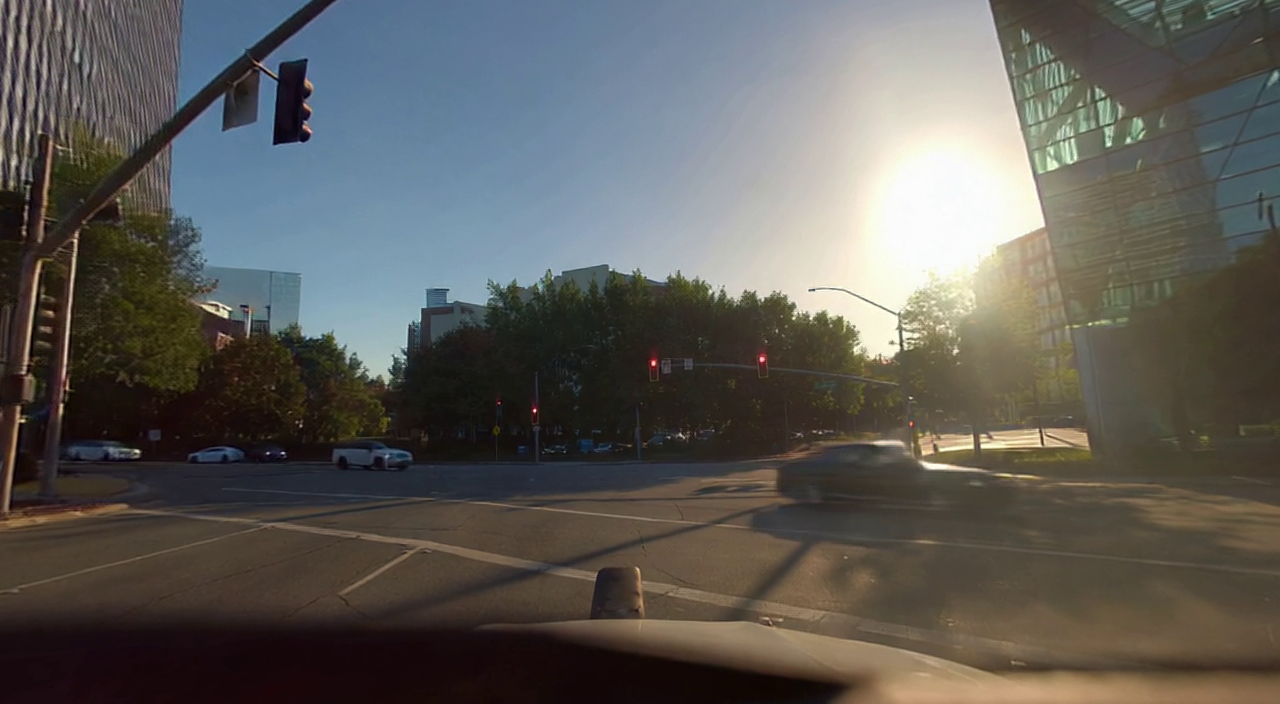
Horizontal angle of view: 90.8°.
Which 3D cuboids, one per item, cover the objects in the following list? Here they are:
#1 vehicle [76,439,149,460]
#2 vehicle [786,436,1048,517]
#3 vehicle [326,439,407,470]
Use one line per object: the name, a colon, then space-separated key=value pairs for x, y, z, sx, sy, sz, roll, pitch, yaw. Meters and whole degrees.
vehicle: x=-41.502 y=7.661 z=49.684 sx=5.408 sy=1.505 sz=2.091 roll=-4 pitch=-9 yaw=24
vehicle: x=5.842 y=2.593 z=13.693 sx=4.798 sy=1.461 sz=1.939 roll=-7 pitch=-11 yaw=37
vehicle: x=-14.277 y=5.313 z=32.905 sx=4.110 sy=1.511 sz=1.883 roll=-6 pitch=-10 yaw=34
